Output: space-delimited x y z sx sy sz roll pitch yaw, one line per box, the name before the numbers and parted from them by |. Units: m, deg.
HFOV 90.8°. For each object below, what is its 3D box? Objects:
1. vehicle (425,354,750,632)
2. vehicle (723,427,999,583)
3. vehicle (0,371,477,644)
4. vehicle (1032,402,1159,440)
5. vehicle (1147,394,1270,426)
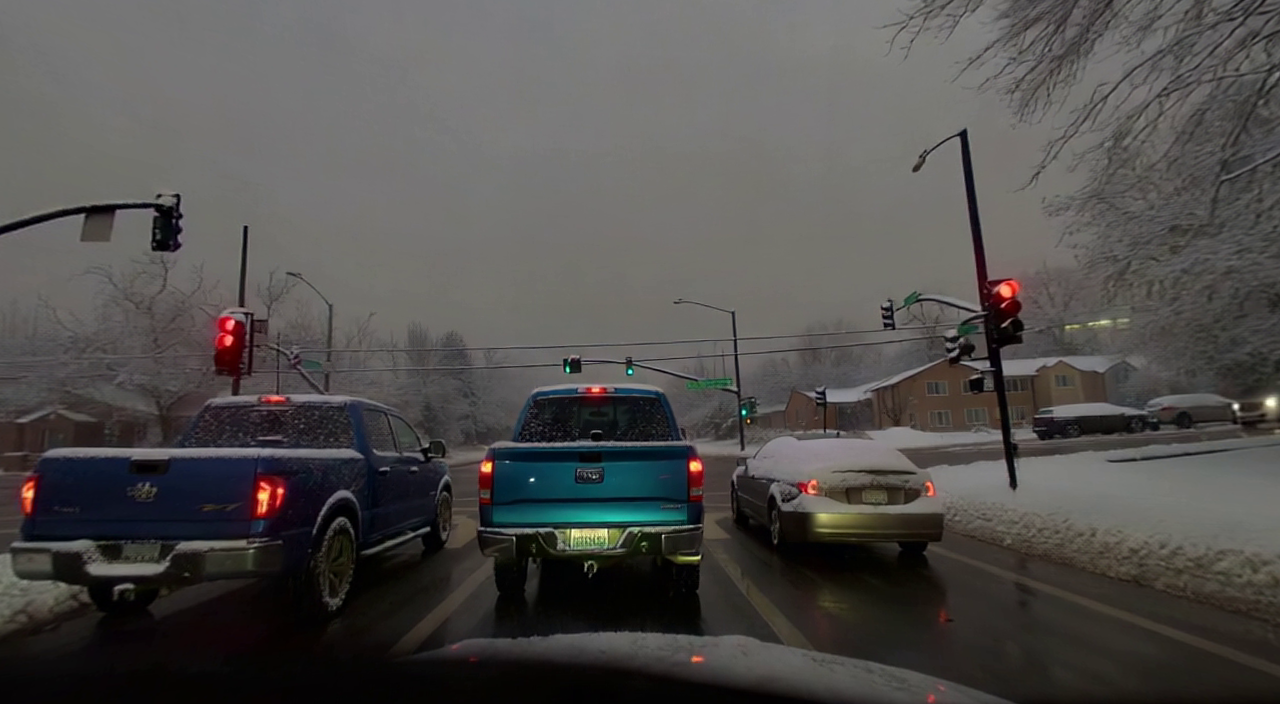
vehicle | -0.403 1.316 6.770 2.282 1.964 4.421 0 -9 -1
vehicle | 2.421 1.806 8.313 2.016 1.481 4.336 0 -9 -1
vehicle | -3.469 1.423 6.901 2.146 1.828 5.148 0 -9 -2
vehicle | 23.278 3.584 32.475 4.721 1.866 2.188 0 -9 2
vehicle | 29.298 3.034 32.658 4.540 1.543 1.803 0 -9 0
